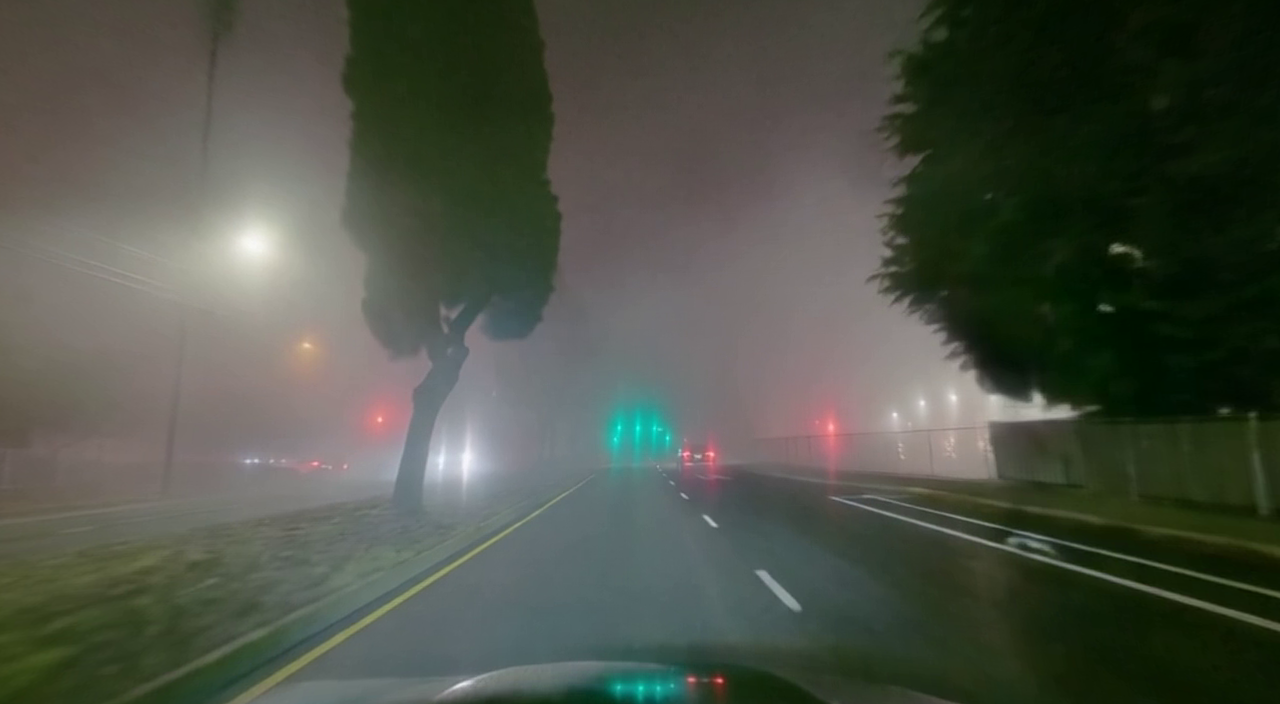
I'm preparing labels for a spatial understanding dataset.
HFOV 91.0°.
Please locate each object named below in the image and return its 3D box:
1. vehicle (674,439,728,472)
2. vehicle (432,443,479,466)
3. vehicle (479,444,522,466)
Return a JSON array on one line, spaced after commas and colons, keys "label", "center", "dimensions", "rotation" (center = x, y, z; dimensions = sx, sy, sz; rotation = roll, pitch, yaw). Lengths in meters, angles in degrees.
[{"label": "vehicle", "center": [2.933, 5.111, 31.173], "dimensions": [2.105, 1.490, 4.008], "rotation": [0, -9, -2]}, {"label": "vehicle", "center": [-13.471, 7.502, 46.223], "dimensions": [2.036, 1.645, 4.468], "rotation": [0, -9, 1]}, {"label": "vehicle", "center": [-9.481, 7.035, 43.144], "dimensions": [1.833, 1.420, 4.327], "rotation": [0, -9, 2]}]
